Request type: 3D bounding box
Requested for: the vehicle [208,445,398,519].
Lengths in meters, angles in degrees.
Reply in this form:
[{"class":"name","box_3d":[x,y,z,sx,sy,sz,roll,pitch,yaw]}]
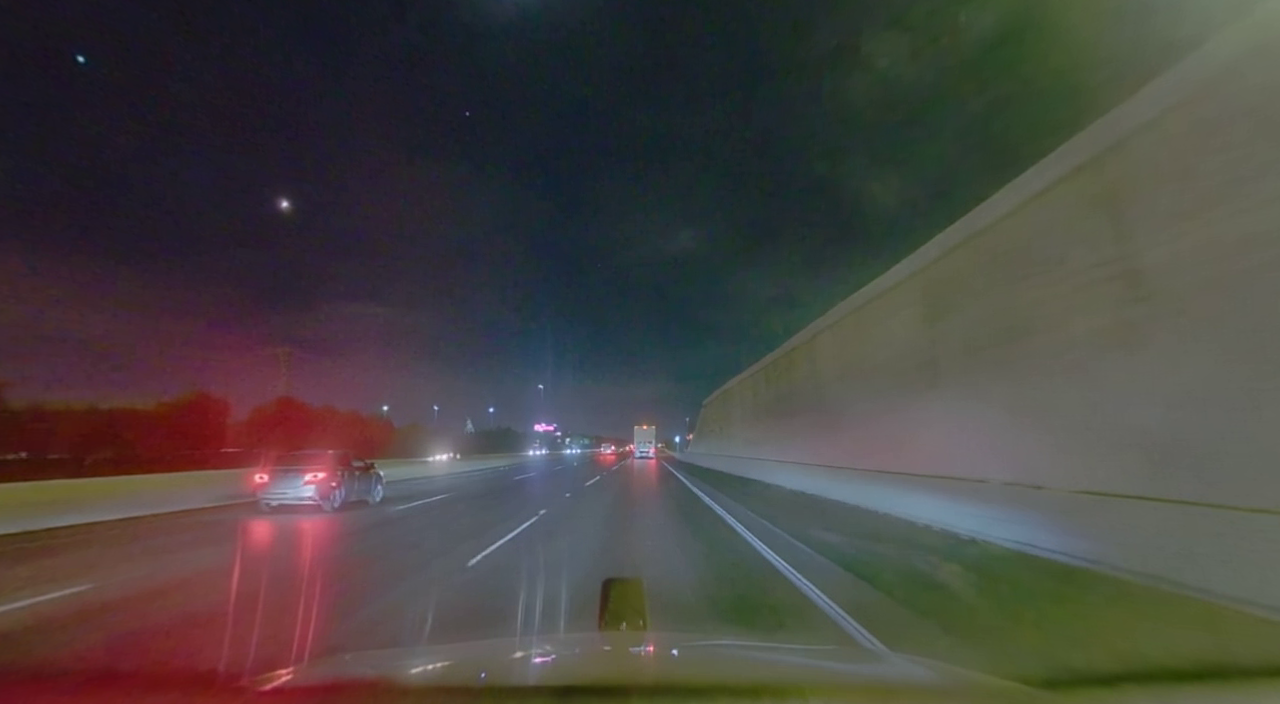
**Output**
[{"class":"vehicle","box_3d":[-7.712,2.972,15.079,1.979,1.470,4.485,0,-8,1]}]
